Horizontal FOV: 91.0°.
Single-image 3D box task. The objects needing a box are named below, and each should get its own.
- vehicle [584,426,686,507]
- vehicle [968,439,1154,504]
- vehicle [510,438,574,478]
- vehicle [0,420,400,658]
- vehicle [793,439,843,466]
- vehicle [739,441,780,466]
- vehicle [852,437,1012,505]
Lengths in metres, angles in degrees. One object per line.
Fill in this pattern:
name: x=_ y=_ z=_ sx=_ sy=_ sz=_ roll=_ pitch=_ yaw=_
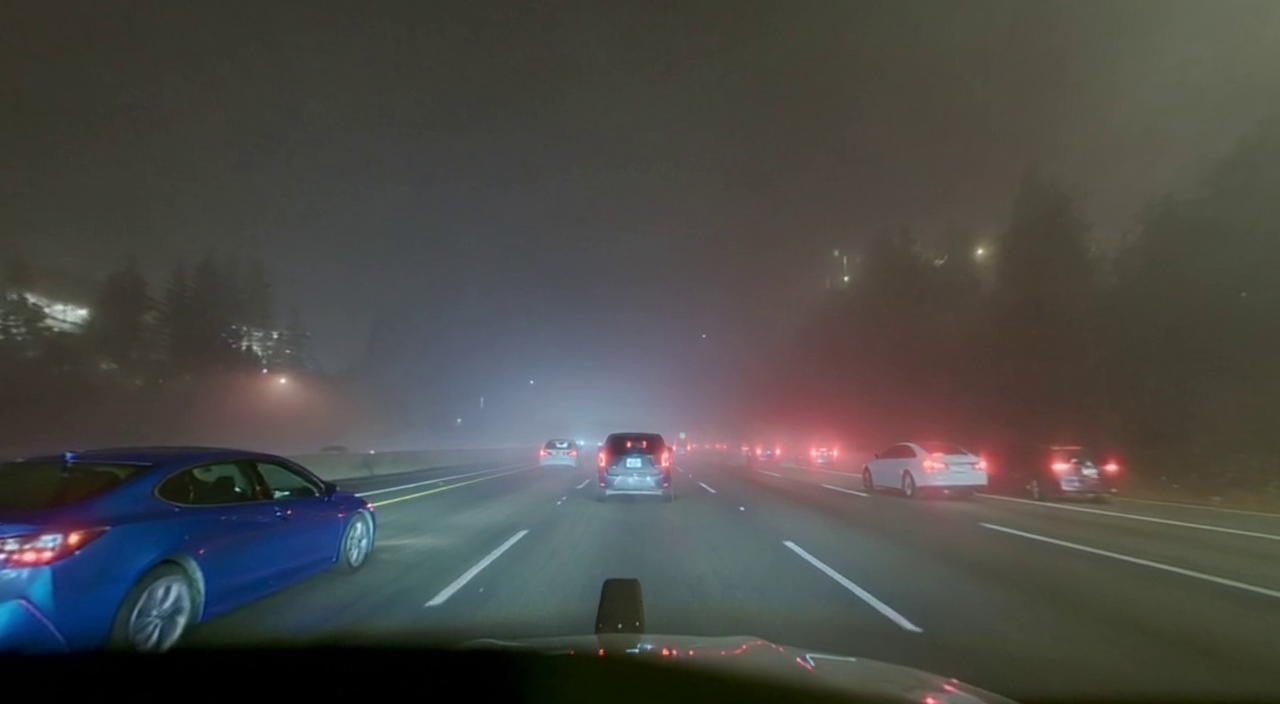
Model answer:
vehicle: x=-0.084 y=2.772 z=15.613 sx=2.181 sy=1.697 sz=4.021 roll=0 pitch=-9 yaw=1
vehicle: x=11.082 y=3.155 z=17.074 sx=2.008 sy=1.516 sz=4.385 roll=0 pitch=-9 yaw=0
vehicle: x=-4.009 y=4.429 z=26.441 sx=1.947 sy=1.516 sz=4.295 roll=0 pitch=-9 yaw=1
vehicle: x=-4.226 y=1.513 z=6.233 sx=1.974 sy=1.478 sz=4.412 roll=0 pitch=-9 yaw=0
vehicle: x=11.613 y=6.603 z=41.453 sx=1.992 sy=1.625 sz=4.359 roll=1 pitch=-9 yaw=-1
vehicle: x=7.560 y=6.468 z=40.299 sx=1.880 sy=1.526 sz=3.641 roll=1 pitch=-9 yaw=0
vehicle: x=7.429 y=3.072 z=16.684 sx=2.049 sy=1.521 sz=4.604 roll=0 pitch=-9 yaw=0
